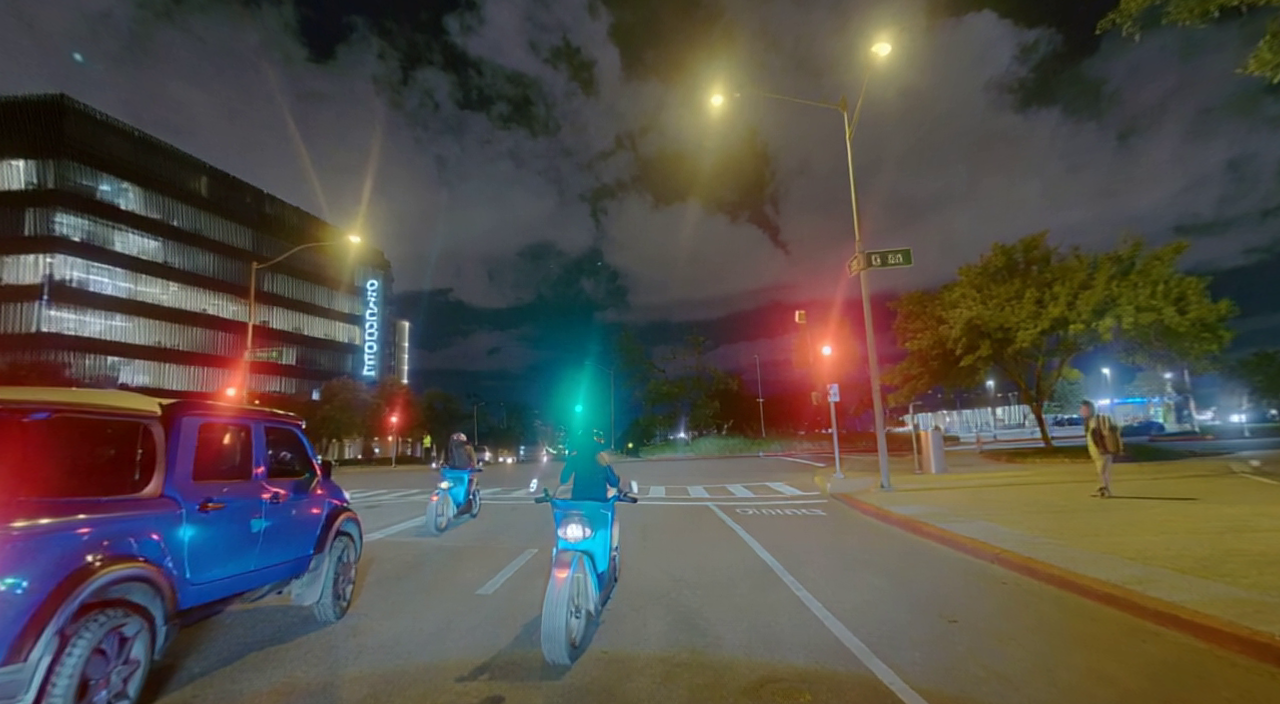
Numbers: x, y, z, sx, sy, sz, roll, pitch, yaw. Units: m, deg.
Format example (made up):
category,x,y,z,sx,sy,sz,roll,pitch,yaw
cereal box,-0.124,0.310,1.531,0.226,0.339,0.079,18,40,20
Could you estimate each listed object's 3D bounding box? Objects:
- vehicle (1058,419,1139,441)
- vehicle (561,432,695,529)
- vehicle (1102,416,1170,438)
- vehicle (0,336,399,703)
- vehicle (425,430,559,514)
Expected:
category,x,y,z,sx,sy,sz,roll,pitch,yaw
vehicle,30.717,5.272,42.111,1.751,1.420,4.027,8,-12,-43
vehicle,-0.147,2.270,11.657,2.025,1.458,4.085,0,-8,1
vehicle,36.780,5.598,46.572,1.625,1.449,3.557,6,-11,-38
vehicle,-3.615,1.130,4.453,2.000,1.809,4.405,0,-8,0
vehicle,-3.171,2.658,14.407,1.935,1.615,4.073,-1,-8,2
